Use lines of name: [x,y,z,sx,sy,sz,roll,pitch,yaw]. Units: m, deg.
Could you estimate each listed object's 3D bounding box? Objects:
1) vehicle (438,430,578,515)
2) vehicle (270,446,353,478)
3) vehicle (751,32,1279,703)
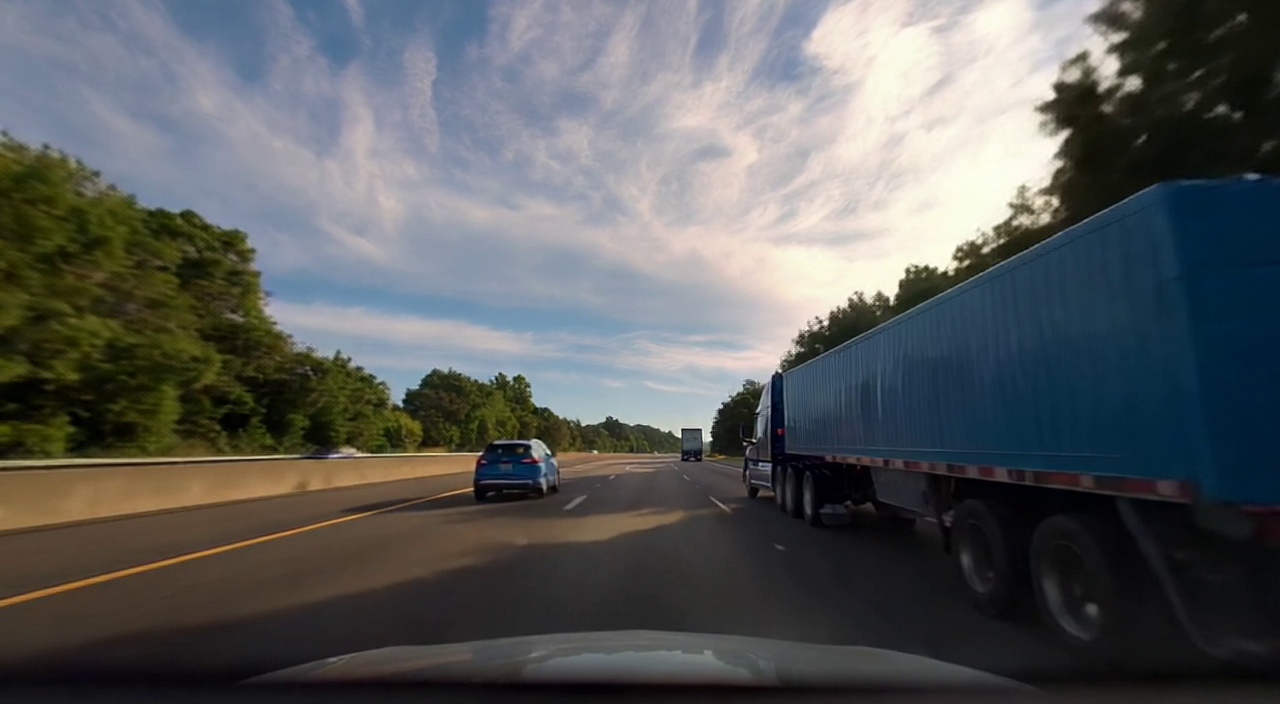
vehicle: [-2.874,2.772,14.938,2.297,1.683,4.385,0,-9,1]
vehicle: [-16.743,5.619,32.459,1.879,1.493,4.452,0,-9,0]
vehicle: [4.338,1.210,8.966,2.868,3.427,14.032,0,-9,0]
